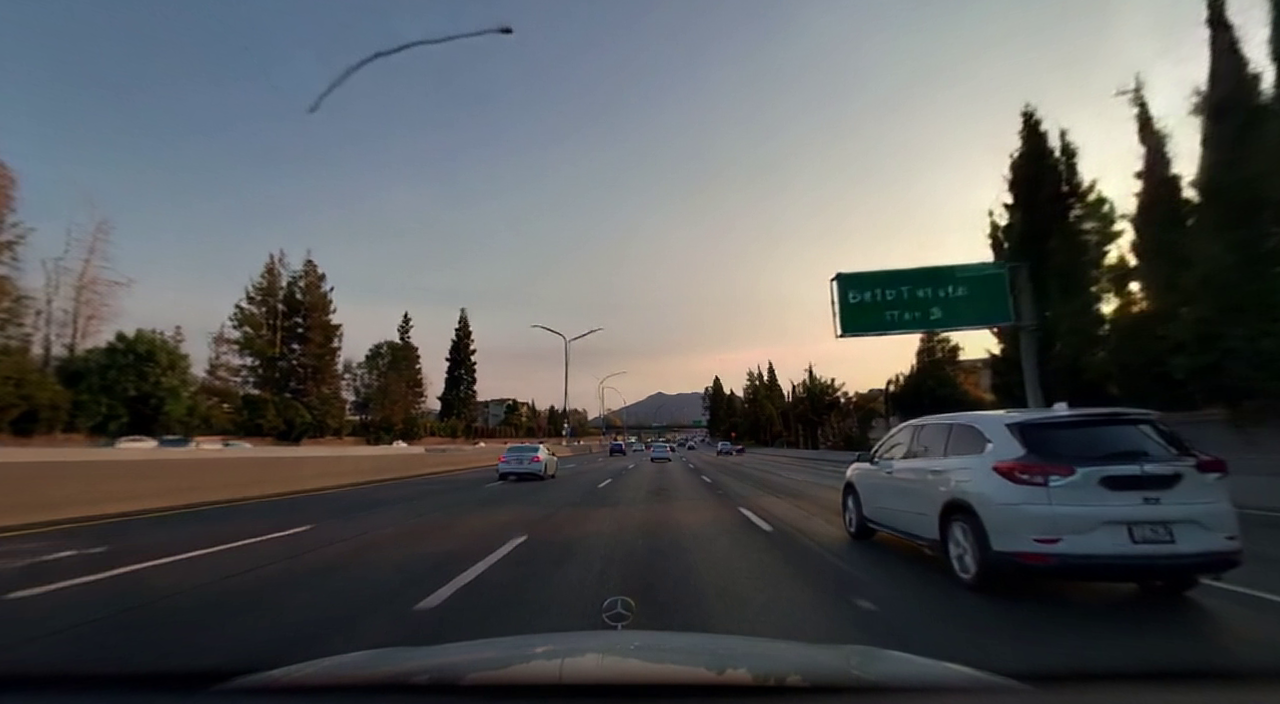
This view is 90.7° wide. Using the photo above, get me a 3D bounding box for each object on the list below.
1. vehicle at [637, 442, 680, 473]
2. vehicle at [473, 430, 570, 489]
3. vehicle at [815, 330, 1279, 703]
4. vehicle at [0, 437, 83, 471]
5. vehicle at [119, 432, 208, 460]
[{"bbox_3d":[0.973,5.518,33.328,2.146,1.485,4.332,0,-8,2],"label":"vehicle"},{"bbox_3d":[-3.705,3.476,20.669,2.260,1.706,4.177,0,-9,2],"label":"vehicle"},{"bbox_3d":[3.461,1.194,5.310,2.463,1.851,5.122,0,-8,0],"label":"vehicle"},{"bbox_3d":[-26.612,4.413,27.543,1.534,1.386,3.430,0,-8,-1],"label":"vehicle"},{"bbox_3d":[-29.207,5.801,39.001,1.944,1.634,4.512,0,-9,-1],"label":"vehicle"}]
